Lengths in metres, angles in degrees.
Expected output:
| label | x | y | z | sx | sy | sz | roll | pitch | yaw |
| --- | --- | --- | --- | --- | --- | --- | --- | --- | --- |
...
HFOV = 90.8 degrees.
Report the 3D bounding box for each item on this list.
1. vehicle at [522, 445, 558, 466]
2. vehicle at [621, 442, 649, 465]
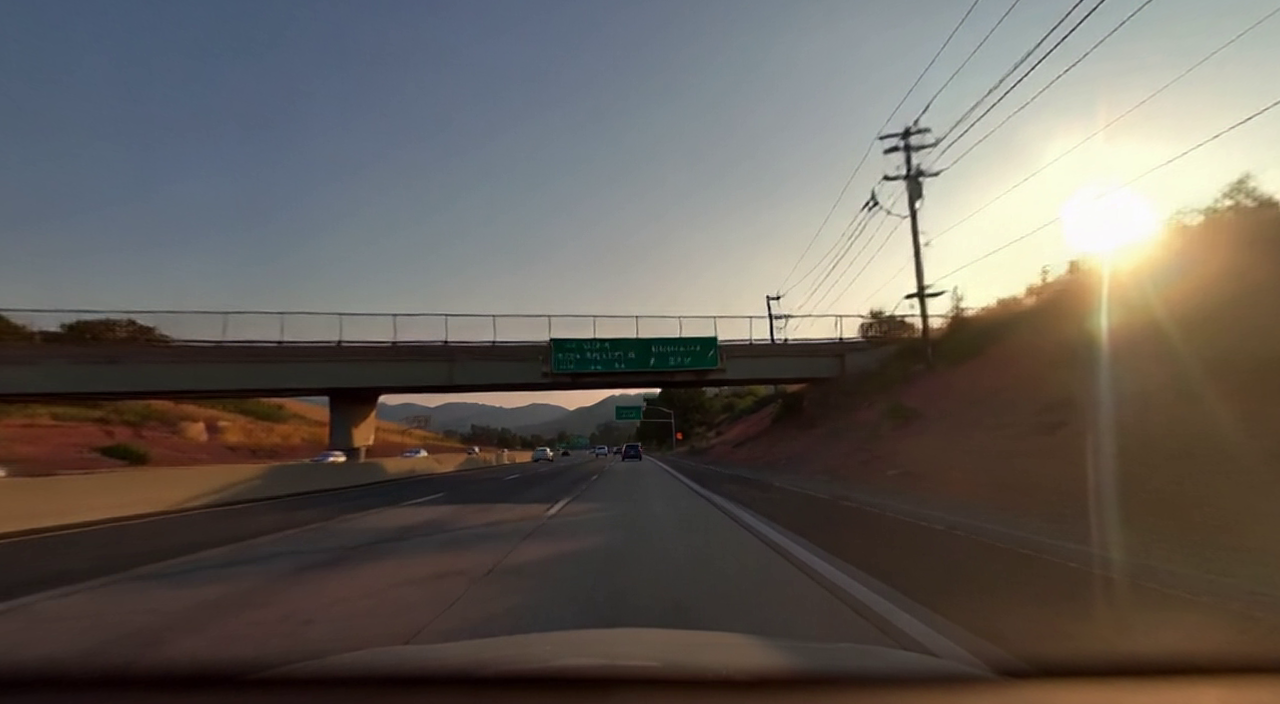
| label | x | y | z | sx | sy | sz | roll | pitch | yaw |
| --- | --- | --- | --- | --- | --- | --- | --- | --- | --- |
| vehicle | -7.759 | 8.063 | 49.450 | 2.077 | 1.511 | 4.323 | 0 | -8 | 0 |
| vehicle | -0.383 | 7.808 | 48.834 | 2.063 | 1.715 | 4.299 | 0 | -8 | -1 |
